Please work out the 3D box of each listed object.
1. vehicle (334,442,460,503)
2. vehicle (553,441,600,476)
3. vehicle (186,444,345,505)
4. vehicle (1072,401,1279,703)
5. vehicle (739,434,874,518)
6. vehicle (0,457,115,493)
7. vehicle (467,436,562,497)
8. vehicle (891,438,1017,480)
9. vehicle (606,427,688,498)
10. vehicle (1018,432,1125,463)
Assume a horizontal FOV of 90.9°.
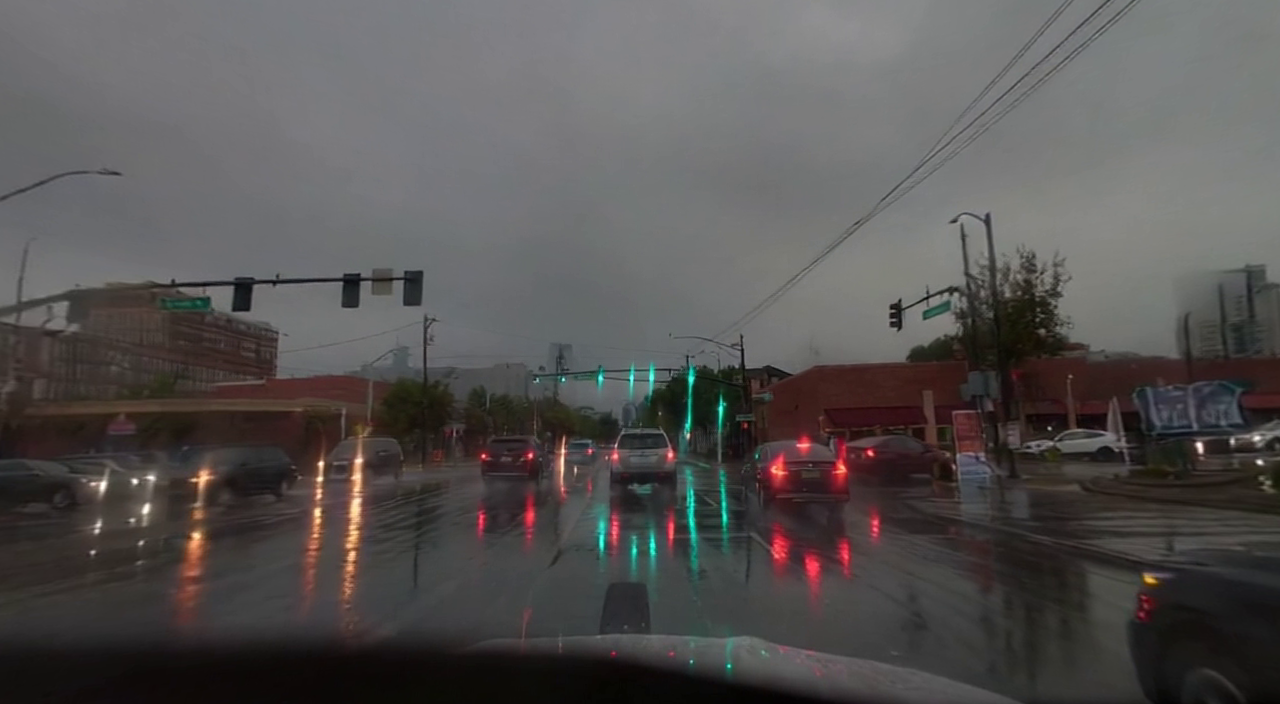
[{"bbox_3d":[-6.676,3.334,17.888,1.852,1.495,4.211,0,-8,1],"label":"vehicle"},{"bbox_3d":[-3.182,5.427,32.399,1.894,1.642,3.861,0,-8,1],"label":"vehicle"},{"bbox_3d":[-11.404,3.723,19.679,2.077,1.657,4.589,0,-8,1],"label":"vehicle"},{"bbox_3d":[3.541,0.818,1.621,1.927,1.498,4.169,0,-8,1],"label":"vehicle"},{"bbox_3d":[3.337,2.565,13.600,2.030,1.492,4.383,-1,-8,4],"label":"vehicle"},{"bbox_3d":[-29.822,6.245,32.234,4.337,1.690,1.875,-1,-8,5],"label":"vehicle"},{"bbox_3d":[-3.642,3.395,19.114,1.886,1.599,4.247,0,-8,1],"label":"vehicle"},{"bbox_3d":[12.189,4.107,24.430,4.566,1.457,1.986,4,-9,-27],"label":"vehicle"},{"bbox_3d":[0.206,3.096,18.037,2.075,1.770,4.018,0,-8,1],"label":"vehicle"},{"bbox_3d":[23.012,5.101,33.731,4.236,1.617,1.832,-1,-9,9],"label":"vehicle"}]
